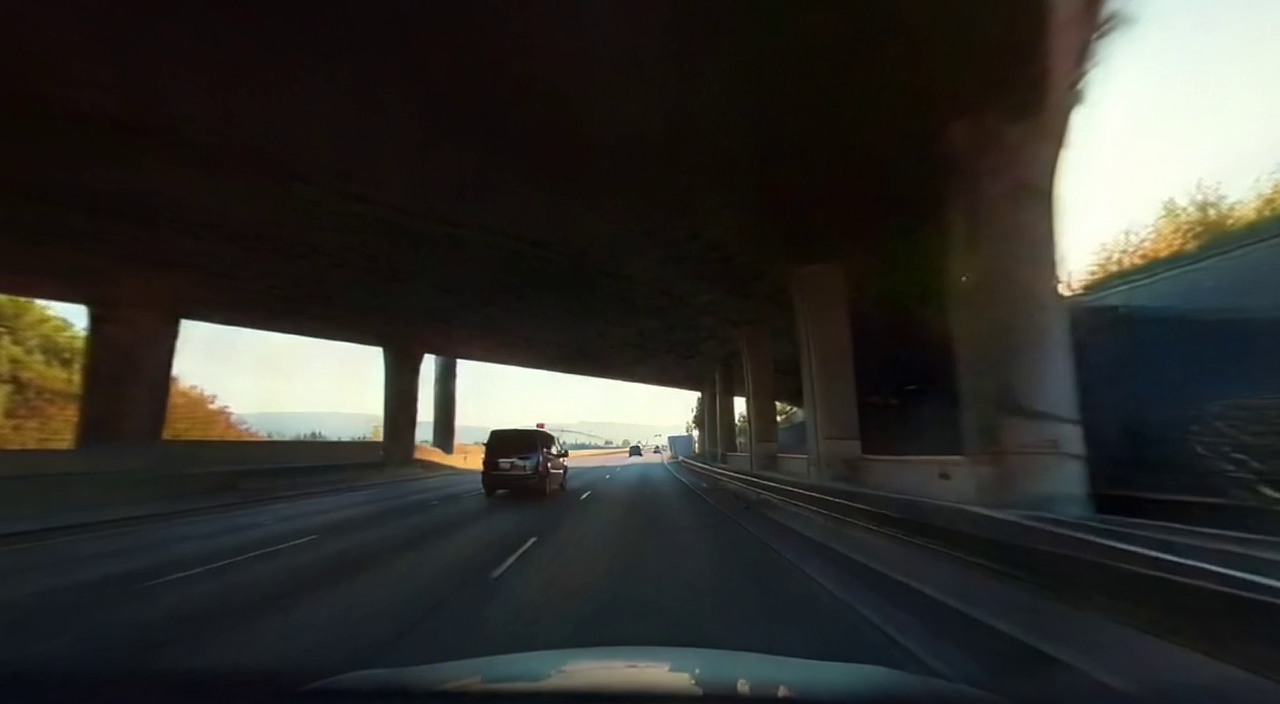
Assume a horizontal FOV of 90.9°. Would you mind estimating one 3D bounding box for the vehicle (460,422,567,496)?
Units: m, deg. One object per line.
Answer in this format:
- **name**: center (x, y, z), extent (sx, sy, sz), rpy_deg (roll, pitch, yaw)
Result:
- **vehicle**: center (-3.668, 3.252, 19.327), extent (2.167, 1.929, 5.037), rpy_deg (0, -9, 1)
